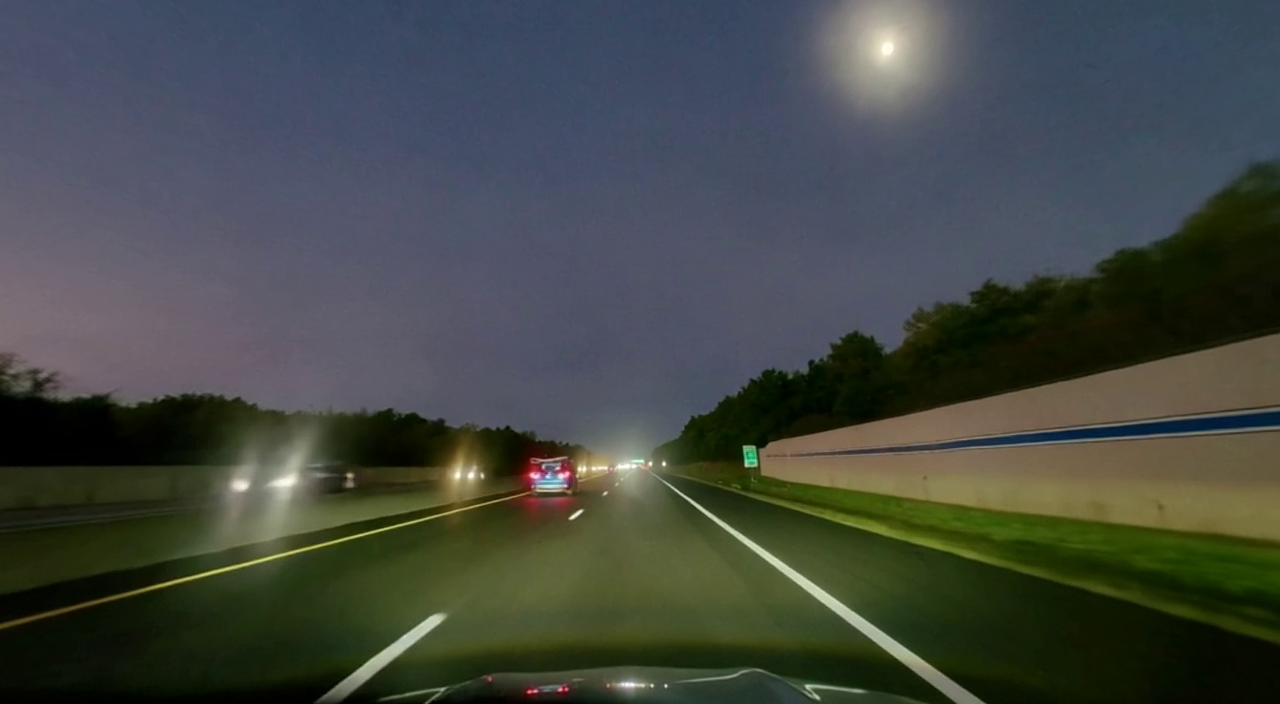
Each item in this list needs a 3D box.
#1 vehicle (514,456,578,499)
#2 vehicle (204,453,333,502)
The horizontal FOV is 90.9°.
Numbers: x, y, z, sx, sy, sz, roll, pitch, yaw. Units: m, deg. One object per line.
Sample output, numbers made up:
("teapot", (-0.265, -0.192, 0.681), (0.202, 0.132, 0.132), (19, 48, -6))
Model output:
("vehicle", (-3.945, 5.383, 27.246), (2.022, 1.650, 4.331), (0, -10, 1))
("vehicle", (-12.745, 4.342, 21.964), (1.862, 1.501, 4.229), (1, -10, 0))
